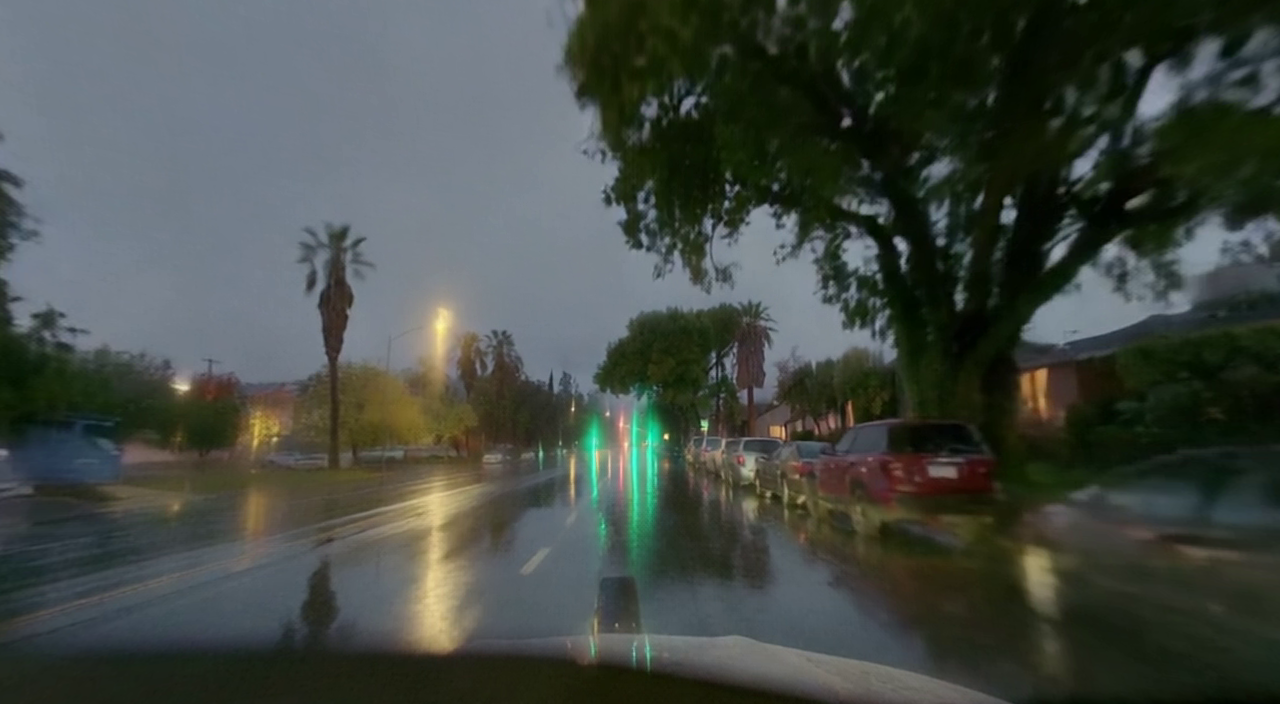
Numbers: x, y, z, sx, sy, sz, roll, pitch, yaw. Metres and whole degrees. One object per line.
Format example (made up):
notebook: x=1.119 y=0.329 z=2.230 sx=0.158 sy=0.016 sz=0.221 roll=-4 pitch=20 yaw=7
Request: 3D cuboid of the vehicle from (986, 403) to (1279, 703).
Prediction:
vehicle: x=3.759 y=1.031 z=2.925 sx=1.981 sy=1.546 sz=4.372 roll=0 pitch=-9 yaw=3

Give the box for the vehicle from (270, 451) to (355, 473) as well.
vehicle: x=-23.722 y=7.951 z=45.898 sx=4.946 sy=1.518 sz=2.115 roll=0 pitch=-9 yaw=1

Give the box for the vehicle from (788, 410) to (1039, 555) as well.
vehicle: x=3.838 y=1.916 z=9.929 sx=1.917 sy=1.741 sz=4.420 roll=0 pitch=-9 yaw=0

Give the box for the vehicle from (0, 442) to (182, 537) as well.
vehicle: x=-13.659 y=3.116 z=15.115 sx=1.926 sy=1.790 sz=4.494 roll=0 pitch=-7 yaw=1
